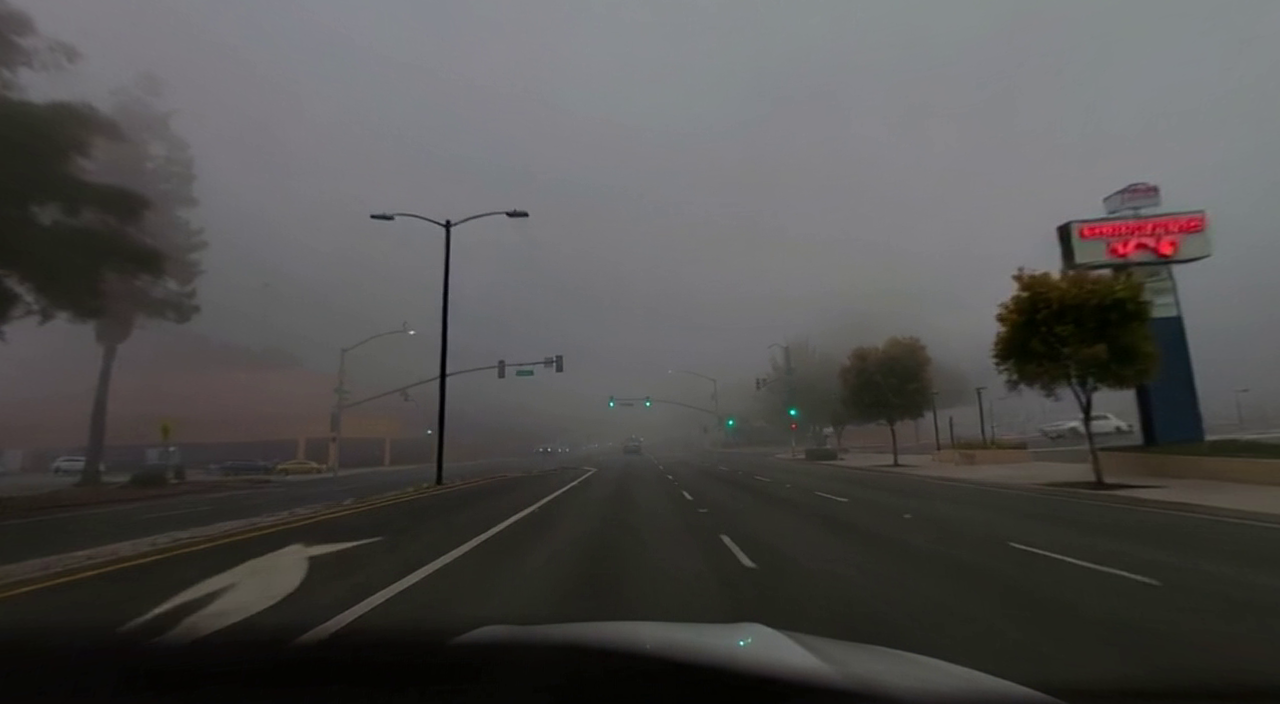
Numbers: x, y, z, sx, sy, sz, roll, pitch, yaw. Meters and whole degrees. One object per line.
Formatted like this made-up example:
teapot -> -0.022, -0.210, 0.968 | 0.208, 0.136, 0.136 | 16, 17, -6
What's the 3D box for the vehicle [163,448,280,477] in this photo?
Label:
vehicle -> -29.618, 7.827, 44.910 | 6.525, 1.890, 2.481 | 0, -9, -1
